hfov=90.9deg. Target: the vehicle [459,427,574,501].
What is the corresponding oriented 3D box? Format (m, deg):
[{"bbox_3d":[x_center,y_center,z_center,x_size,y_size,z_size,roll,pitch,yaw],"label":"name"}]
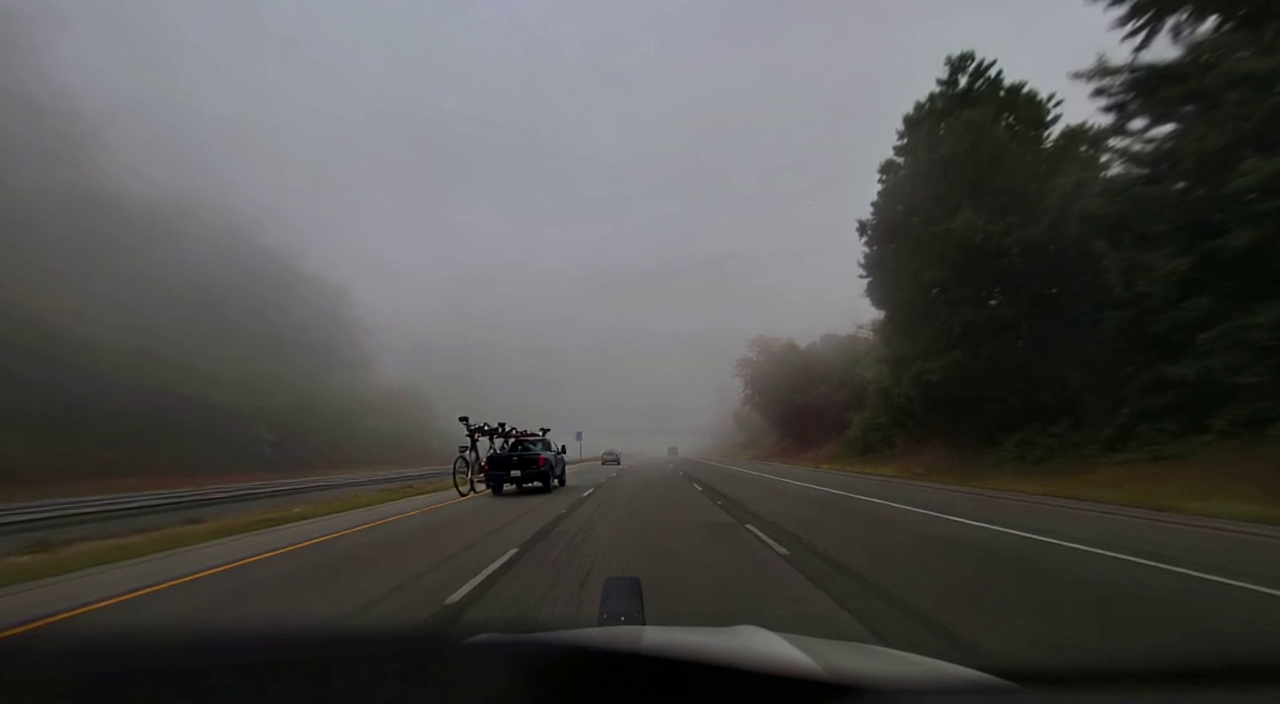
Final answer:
[{"bbox_3d":[-3.554,3.391,19.479,2.369,1.948,5.343,0,-9,1],"label":"vehicle"}]
